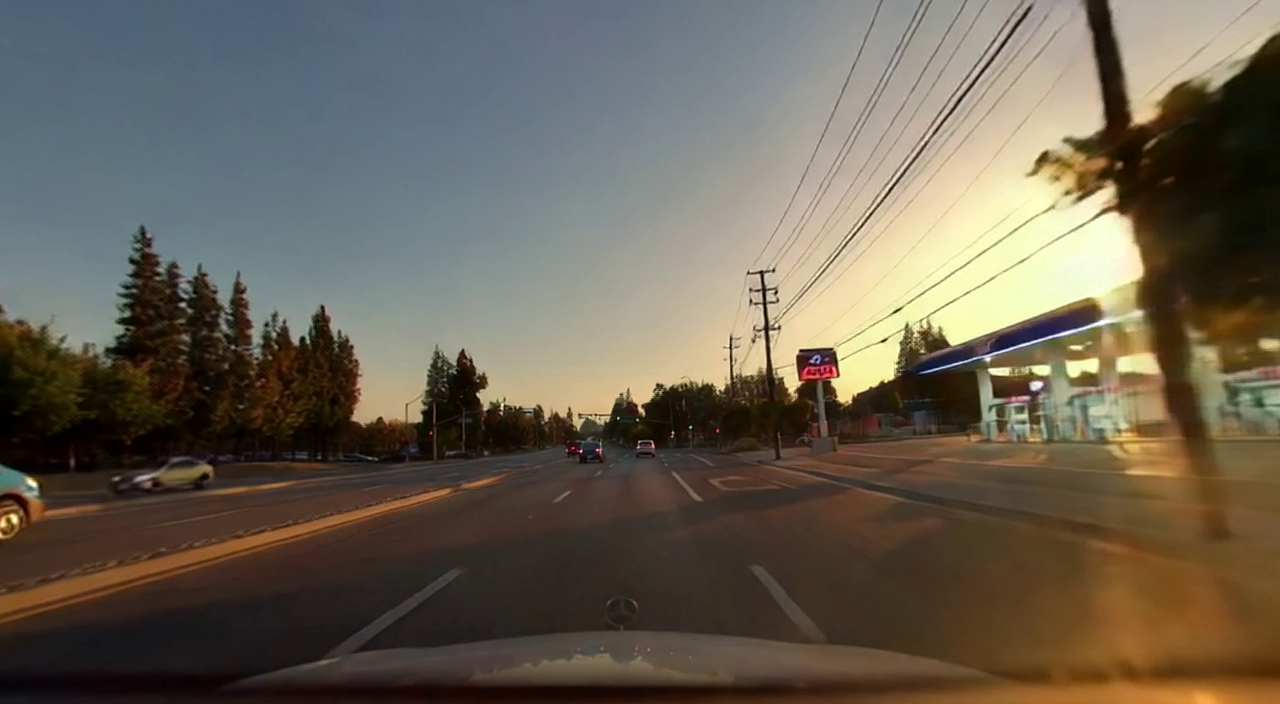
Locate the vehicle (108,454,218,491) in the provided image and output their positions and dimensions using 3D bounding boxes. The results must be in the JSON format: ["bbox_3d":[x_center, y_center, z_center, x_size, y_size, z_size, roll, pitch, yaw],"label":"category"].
[{"bbox_3d":[-24.563,6.178,32.777,2.210,1.716,4.539,0,-9,-1],"label":"vehicle"}]
